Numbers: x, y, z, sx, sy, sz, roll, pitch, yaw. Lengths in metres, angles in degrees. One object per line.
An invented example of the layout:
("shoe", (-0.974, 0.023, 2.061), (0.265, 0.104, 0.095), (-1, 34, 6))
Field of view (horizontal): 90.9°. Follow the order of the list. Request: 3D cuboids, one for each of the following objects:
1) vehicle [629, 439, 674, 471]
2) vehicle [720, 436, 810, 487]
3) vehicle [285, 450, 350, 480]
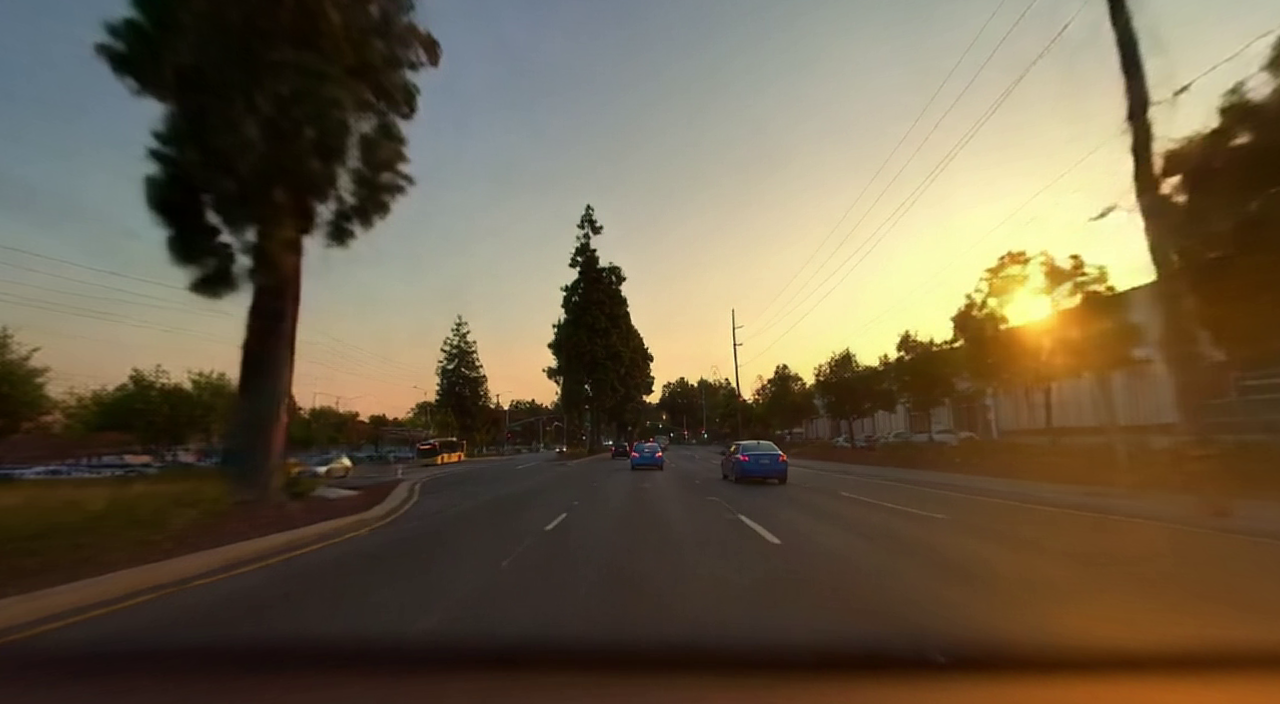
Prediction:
("vehicle", (0.548, 5.274, 32.556), (2.144, 1.505, 4.128), (-1, -8, 0))
("vehicle", (3.989, 3.582, 20.970), (2.067, 1.497, 4.327), (0, -8, 0))
("vehicle", (-21.010, 7.342, 41.218), (1.921, 1.728, 4.364), (-1, -8, 0))
